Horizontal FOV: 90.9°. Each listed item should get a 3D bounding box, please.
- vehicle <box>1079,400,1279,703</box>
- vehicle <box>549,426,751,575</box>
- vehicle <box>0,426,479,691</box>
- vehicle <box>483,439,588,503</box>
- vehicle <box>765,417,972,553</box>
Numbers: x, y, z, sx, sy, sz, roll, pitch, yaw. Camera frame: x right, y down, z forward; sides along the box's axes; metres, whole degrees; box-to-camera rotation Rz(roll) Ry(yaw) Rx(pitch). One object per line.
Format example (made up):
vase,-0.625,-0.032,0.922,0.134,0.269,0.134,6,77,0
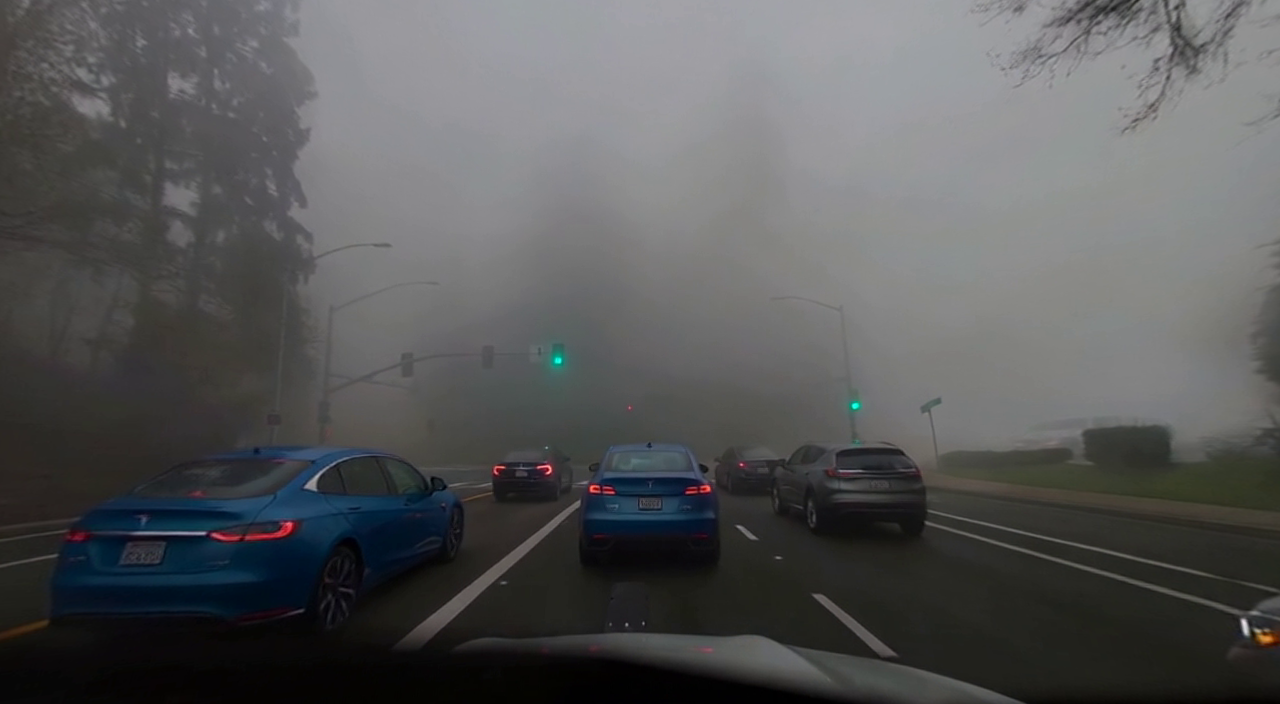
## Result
vehicle,3.306,0.739,0.957,1.951,1.522,4.614,0,-9,0
vehicle,0.104,1.899,8.881,2.144,1.563,4.218,0,-8,0
vehicle,-3.101,1.509,5.852,2.015,1.478,4.407,0,-8,0
vehicle,-2.739,3.224,17.524,2.089,1.537,4.073,-1,-9,2
vehicle,3.441,2.075,10.441,1.938,1.732,4.006,2,-9,0
